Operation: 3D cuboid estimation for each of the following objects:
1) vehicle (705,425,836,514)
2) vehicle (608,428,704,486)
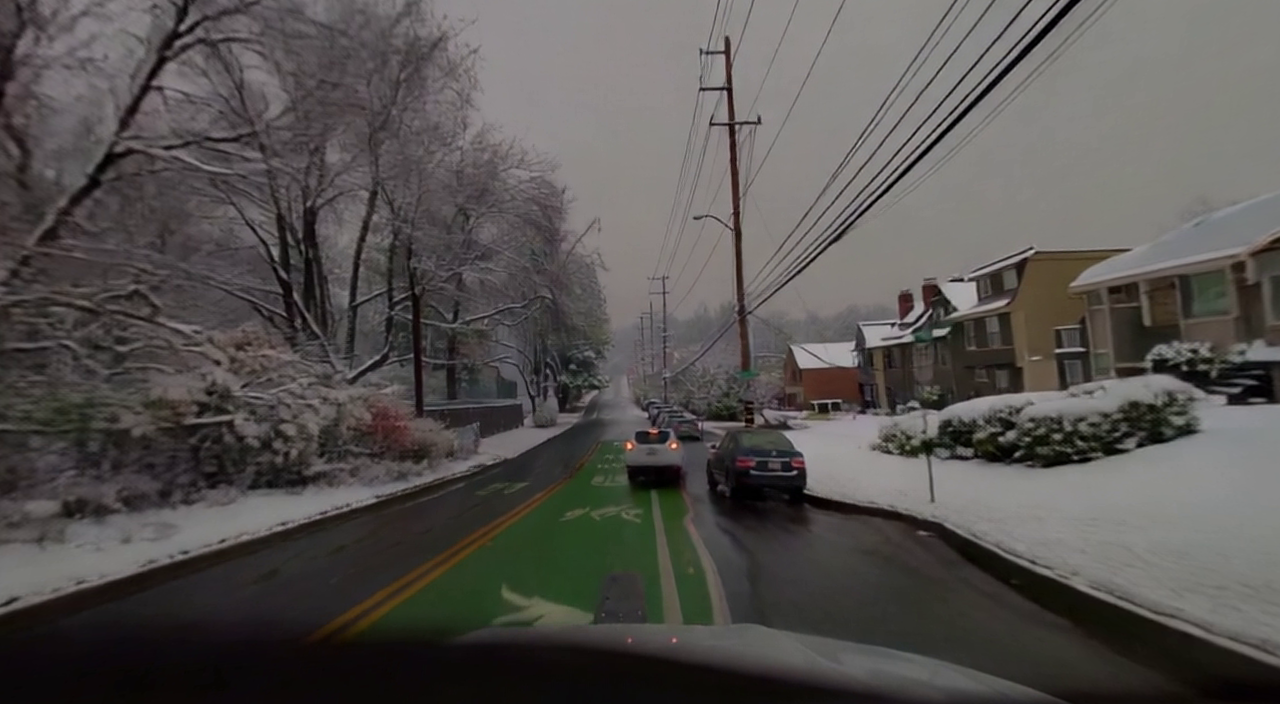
[{"bbox_3d":[2.790,2.595,14.643,1.909,1.694,4.472,0,-8,-2],"label":"vehicle"},{"bbox_3d":[0.638,3.113,19.244,2.235,1.500,4.496,0,-7,10],"label":"vehicle"}]
